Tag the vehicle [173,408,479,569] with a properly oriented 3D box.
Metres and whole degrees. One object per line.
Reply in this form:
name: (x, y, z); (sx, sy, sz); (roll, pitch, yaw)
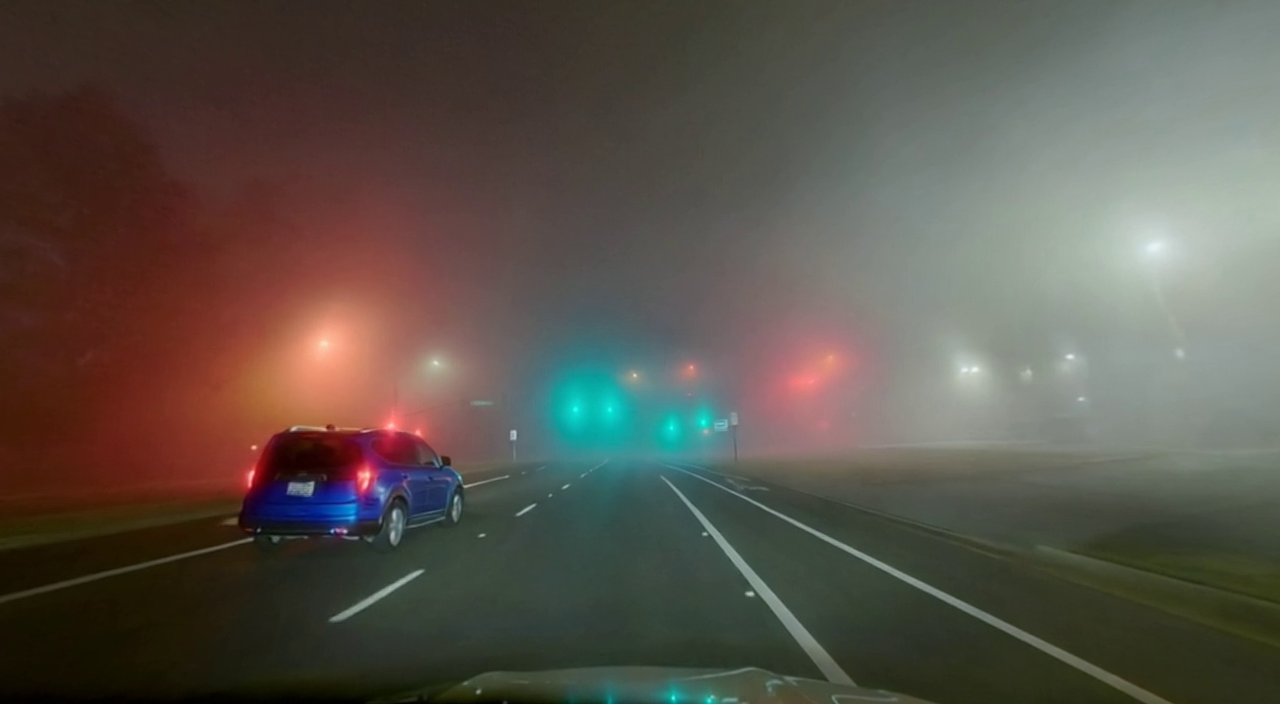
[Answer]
vehicle: (-3.979, 1.818, 9.123); (2.121, 1.724, 4.392); (0, -9, 0)
